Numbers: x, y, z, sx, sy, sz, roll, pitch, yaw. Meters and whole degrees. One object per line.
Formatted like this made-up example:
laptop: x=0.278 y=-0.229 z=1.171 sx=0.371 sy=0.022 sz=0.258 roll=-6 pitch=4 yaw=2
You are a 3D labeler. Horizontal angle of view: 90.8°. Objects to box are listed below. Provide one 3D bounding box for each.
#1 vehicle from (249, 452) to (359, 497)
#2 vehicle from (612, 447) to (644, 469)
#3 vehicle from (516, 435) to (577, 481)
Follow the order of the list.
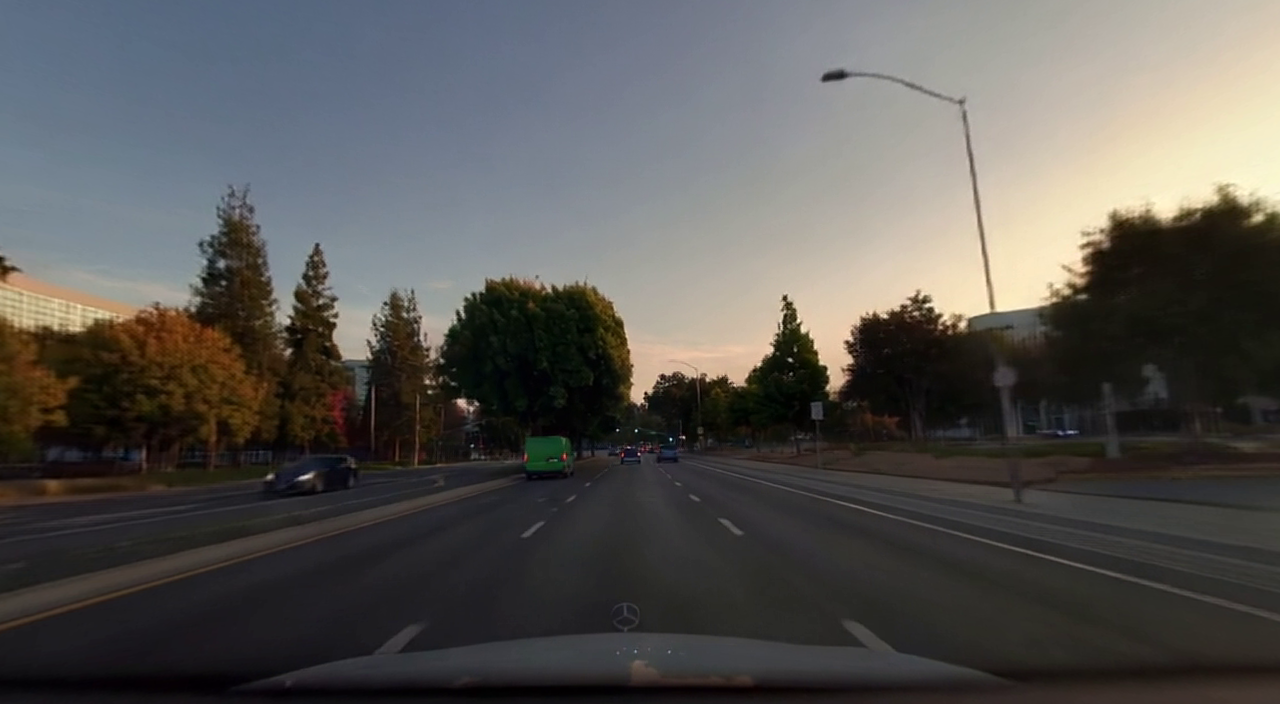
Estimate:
vehicle: x=-12.647 y=4.597 z=24.219 sx=2.060 sy=1.506 sz=4.827 roll=1 pitch=-9 yaw=-7
vehicle: x=-0.829 y=7.224 z=43.168 sx=2.039 sy=1.455 sz=3.826 roll=0 pitch=-9 yaw=-2
vehicle: x=-4.072 y=4.709 z=28.320 sx=2.075 sy=1.863 sz=4.744 roll=0 pitch=-9 yaw=0
